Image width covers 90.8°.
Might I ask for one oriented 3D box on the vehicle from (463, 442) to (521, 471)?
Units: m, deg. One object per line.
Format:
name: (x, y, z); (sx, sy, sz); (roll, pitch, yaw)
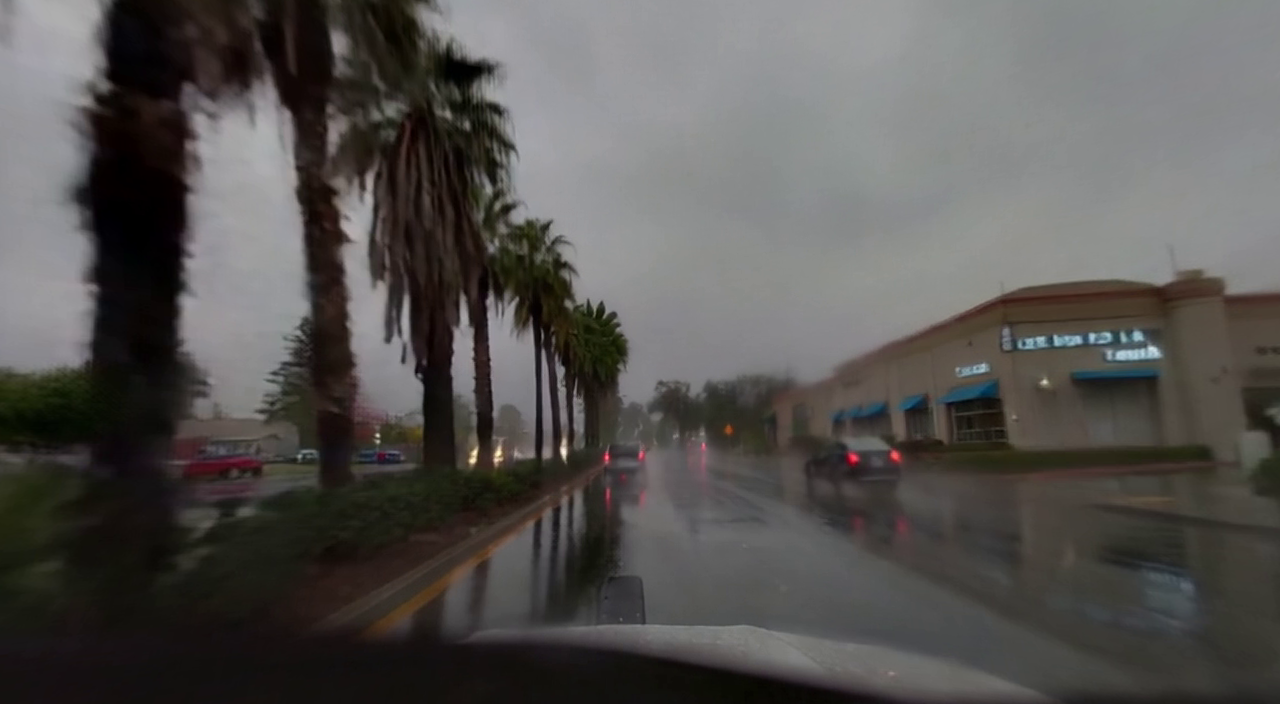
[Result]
vehicle: (-8.347, 5.943, 36.082); (2.049, 1.543, 5.131); (0, -9, 0)

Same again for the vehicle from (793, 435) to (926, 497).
vehicle: (6.334, 3.355, 18.941); (2.244, 1.618, 4.585); (0, -9, -2)

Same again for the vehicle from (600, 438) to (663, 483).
vehicle: (-0.312, 3.987, 23.419); (2.106, 1.496, 3.964); (0, -9, -1)

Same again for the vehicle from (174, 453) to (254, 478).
vehicle: (-31.991, 8.524, 47.535); (4.619, 1.748, 2.040); (8, -12, -41)
